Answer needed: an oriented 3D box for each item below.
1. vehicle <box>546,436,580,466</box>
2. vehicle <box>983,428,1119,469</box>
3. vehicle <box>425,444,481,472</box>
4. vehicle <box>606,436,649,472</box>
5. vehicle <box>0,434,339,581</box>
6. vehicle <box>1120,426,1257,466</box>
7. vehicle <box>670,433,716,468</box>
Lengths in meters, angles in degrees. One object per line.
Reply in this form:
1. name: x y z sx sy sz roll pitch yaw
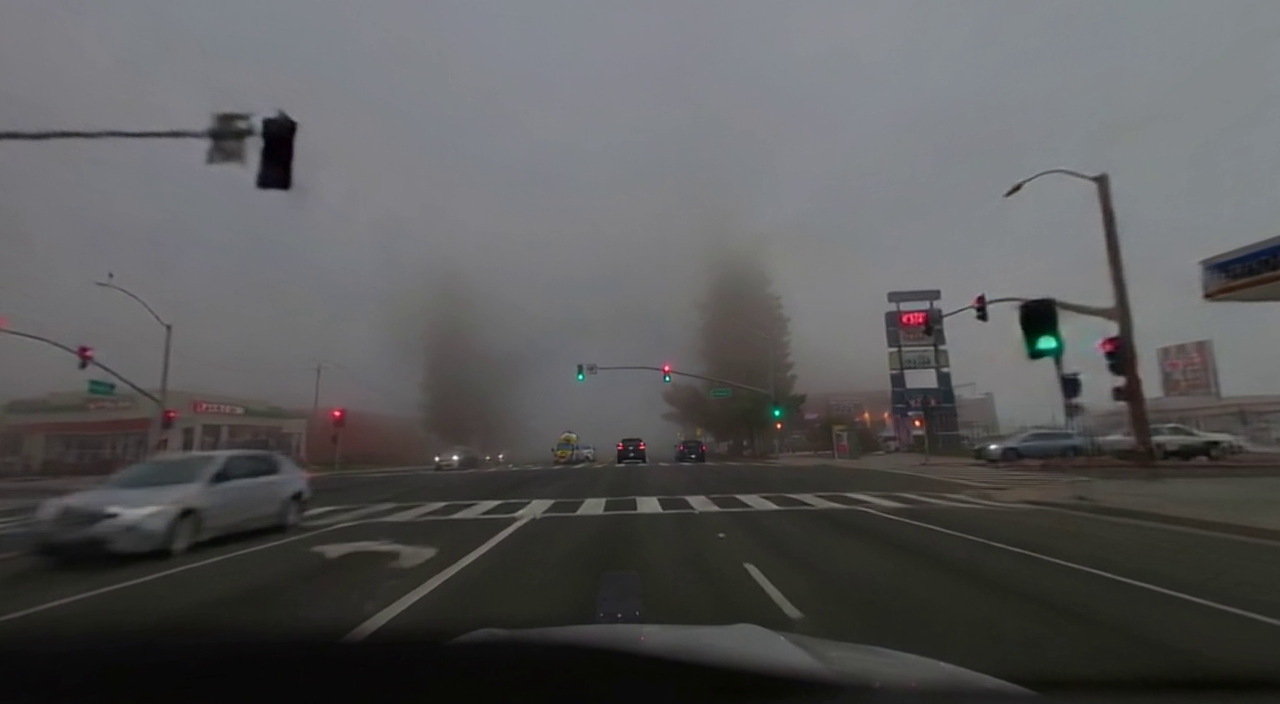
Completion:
1. vehicle: -5.802 7.558 48.469 2.072 2.107 4.723 0 -9 -1
2. vehicle: 18.545 4.381 28.747 4.685 1.704 2.118 0 -9 -2
3. vehicle: -13.493 7.645 46.035 2.287 1.874 5.798 0 -9 0
4. vehicle: -0.652 5.405 33.746 2.177 1.754 3.815 0 -9 -1
5. vehicle: -6.305 1.947 8.820 1.979 1.480 4.553 0 -9 0
6. vehicle: 24.945 4.295 28.901 4.398 1.700 2.012 0 -9 -3
7. vehicle: 3.060 5.869 37.712 2.190 1.913 5.174 0 -9 -2
